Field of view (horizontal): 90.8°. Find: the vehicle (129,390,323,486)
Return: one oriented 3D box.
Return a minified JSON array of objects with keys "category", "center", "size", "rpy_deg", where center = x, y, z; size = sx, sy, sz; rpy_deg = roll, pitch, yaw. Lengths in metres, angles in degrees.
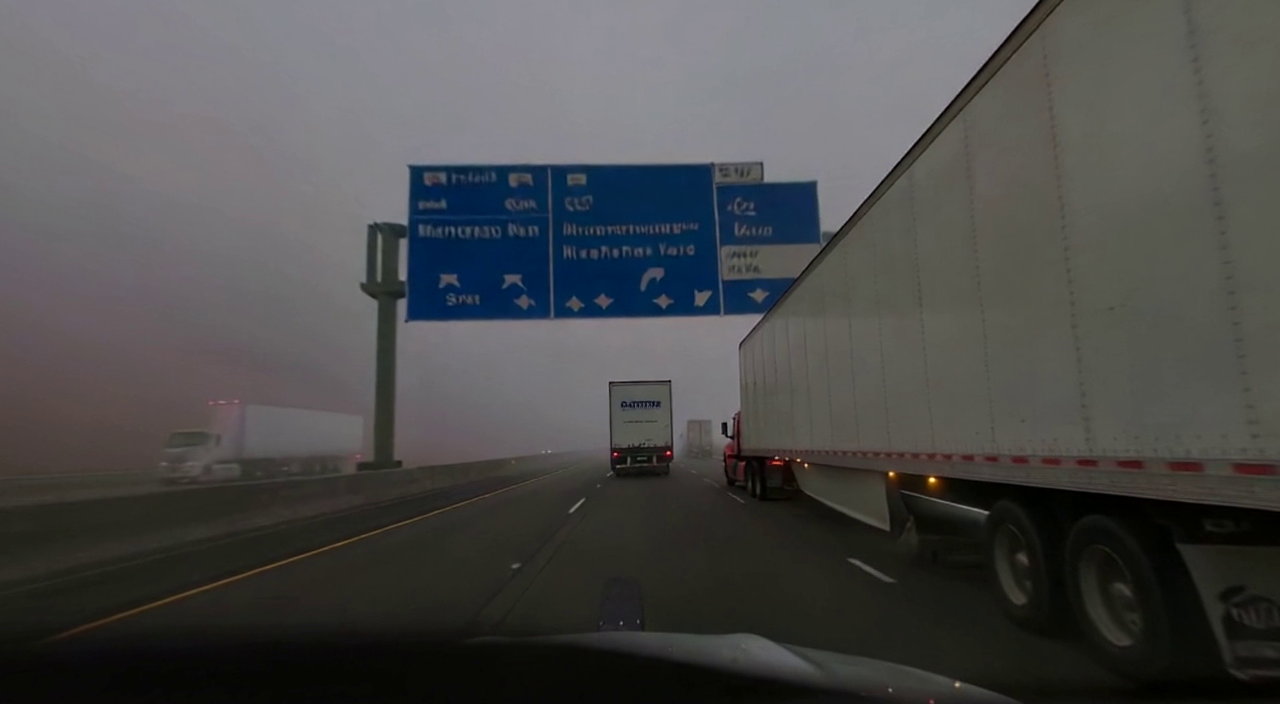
[{"category":"vehicle","center":[-20.299,4.443,32.189],"size":[2.941,4.110,10.247],"rpy_deg":[0,-9,-1]}]

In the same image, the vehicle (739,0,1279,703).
[{"category":"vehicle","center":[4.108,0.470,8.494],"size":[3.044,4.128,14.482],"rpy_deg":[0,-9,-1]}]

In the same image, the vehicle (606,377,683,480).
[{"category":"vehicle","center":[0.141,3.590,28.562],"size":[2.864,3.805,9.709],"rpy_deg":[0,-9,0]}]
